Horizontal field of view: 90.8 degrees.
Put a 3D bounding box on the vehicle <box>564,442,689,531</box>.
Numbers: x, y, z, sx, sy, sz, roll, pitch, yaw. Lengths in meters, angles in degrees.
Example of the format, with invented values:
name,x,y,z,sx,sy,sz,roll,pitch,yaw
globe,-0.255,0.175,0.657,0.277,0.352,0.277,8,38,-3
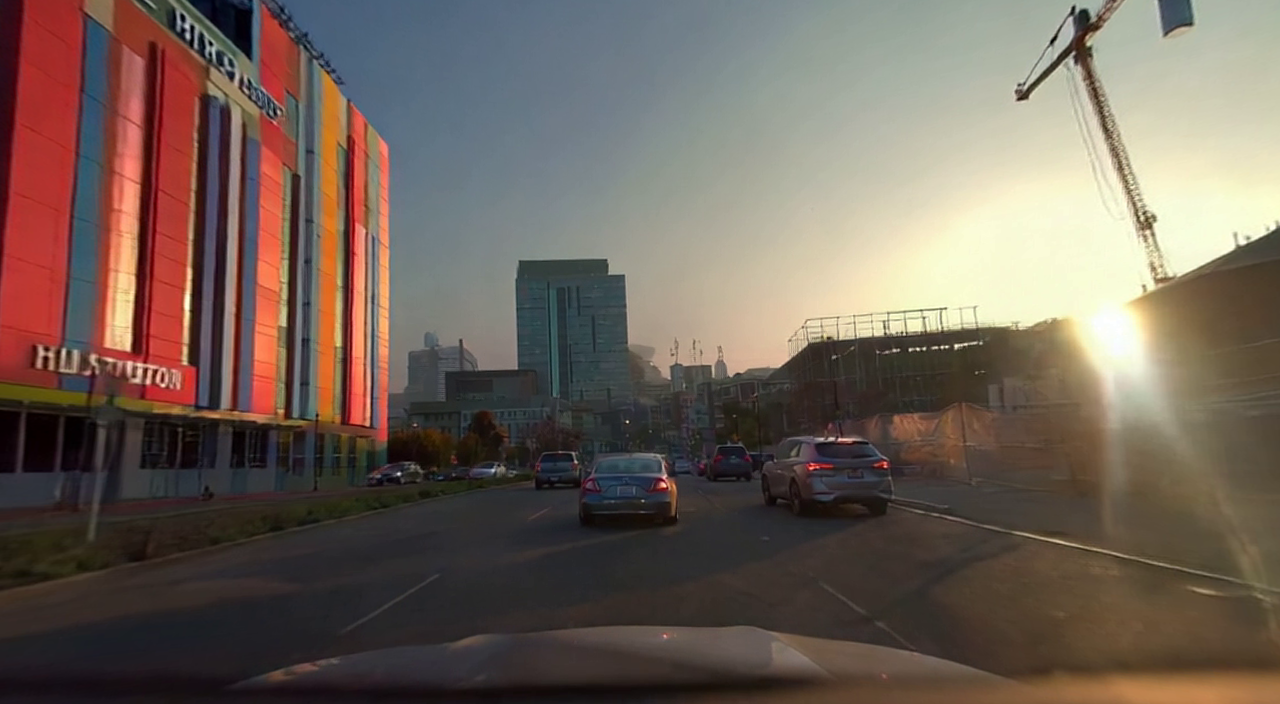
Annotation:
name,x,y,z,sx,sy,sz,roll,pitch,yaw
vehicle,-0.168,2.619,12.917,2.131,1.496,4.193,0,-8,2

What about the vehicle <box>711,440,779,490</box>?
name,x,y,z,sx,sy,sz,roll,pitch,yaw
vehicle,4.286,4.695,26.661,2.124,1.896,4.914,0,-8,1

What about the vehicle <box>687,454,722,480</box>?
name,x,y,z,sx,sy,sz,roll,pitch,yaw
vehicle,4.334,7.772,42.971,2.115,1.636,4.104,0,-8,2

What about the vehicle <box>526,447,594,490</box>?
name,x,y,z,sx,sy,sz,roll,pitch,yaw
vehicle,-3.392,5.028,27.665,2.201,1.691,4.305,-1,-8,3

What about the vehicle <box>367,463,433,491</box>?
name,x,y,z,sx,sy,sz,roll,pitch,yaw
vehicle,-15.165,7.897,40.172,2.078,1.496,4.769,-1,-8,4

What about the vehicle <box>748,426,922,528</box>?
name,x,y,z,sx,sy,sz,roll,pitch,yaw
vehicle,3.923,2.600,13.821,2.185,1.797,4.934,0,-8,0

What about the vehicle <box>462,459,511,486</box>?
name,x,y,z,sx,sy,sz,roll,pitch,yaw
vehicle,-11.300,8.865,46.689,2.202,1.714,4.509,-1,-8,4
